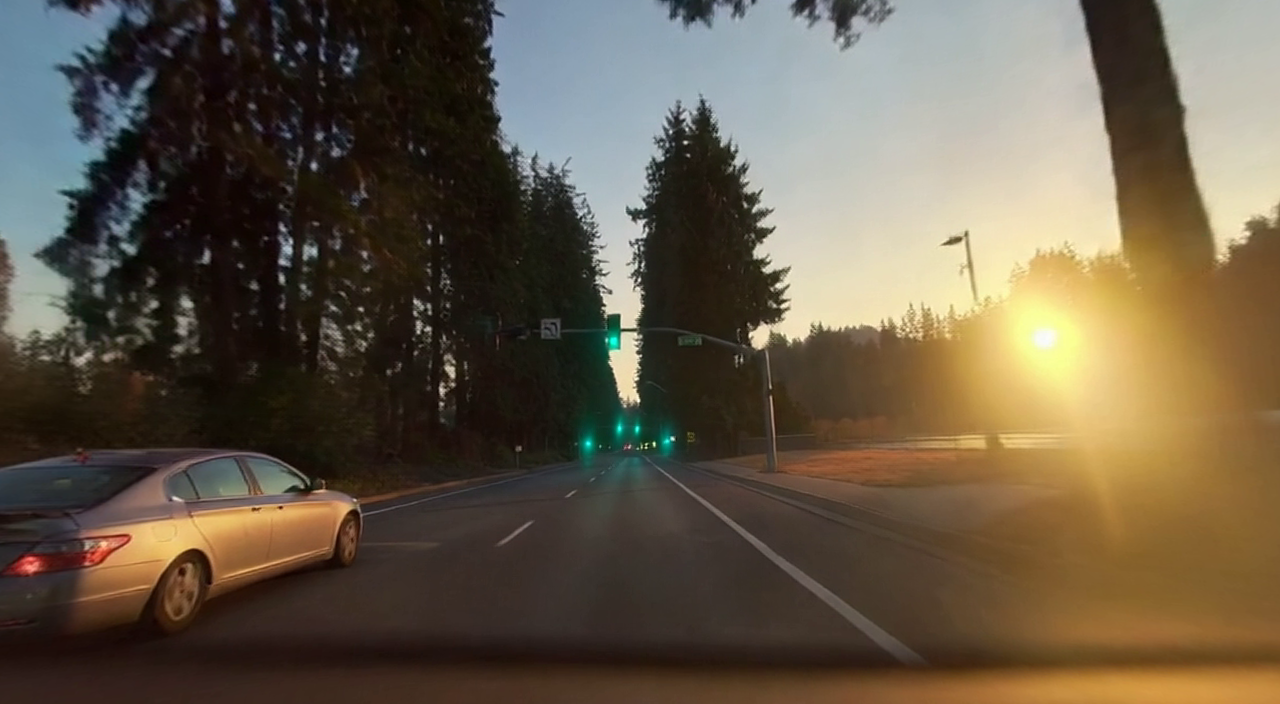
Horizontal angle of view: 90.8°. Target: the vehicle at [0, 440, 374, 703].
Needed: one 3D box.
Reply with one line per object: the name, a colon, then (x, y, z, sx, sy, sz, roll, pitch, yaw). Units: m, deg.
vehicle: (-4.097, 1.480, 5.262, 1.946, 1.437, 4.154, 0, -8, 0)
